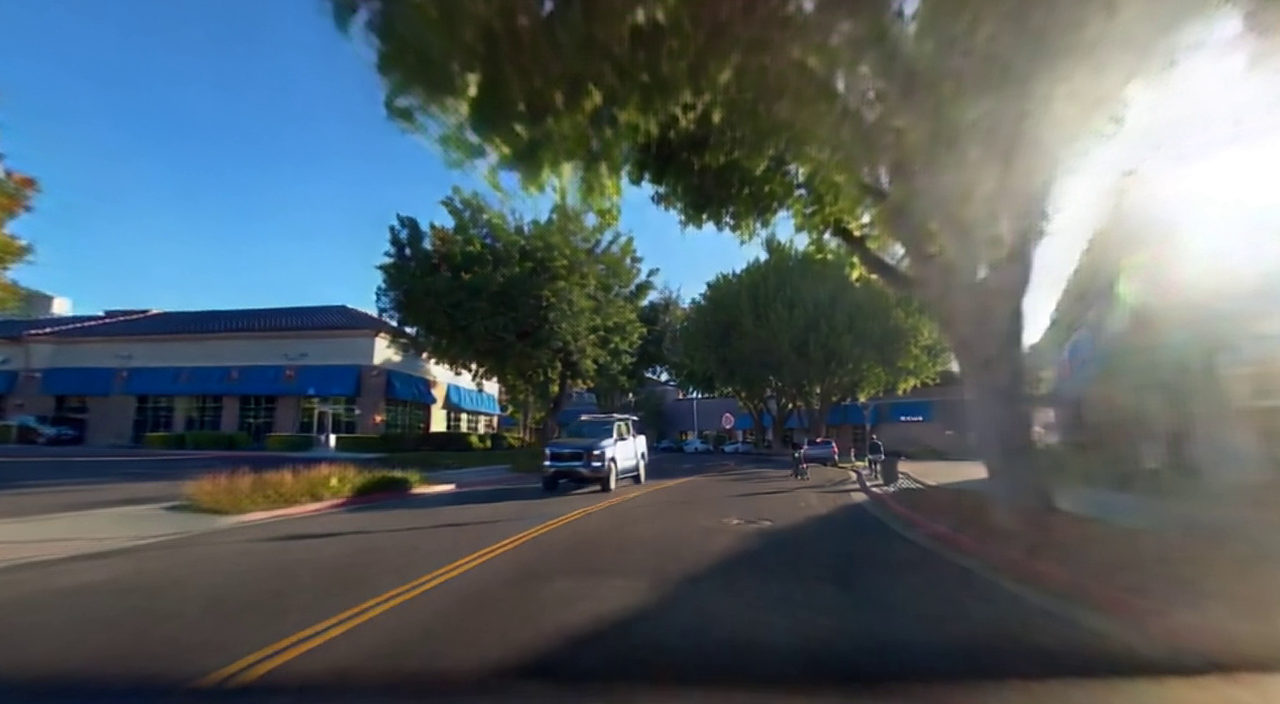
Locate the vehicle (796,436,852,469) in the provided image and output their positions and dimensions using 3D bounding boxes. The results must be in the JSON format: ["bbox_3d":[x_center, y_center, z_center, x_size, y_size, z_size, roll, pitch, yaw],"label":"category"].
[{"bbox_3d":[10.566,5.828,36.724,2.292,1.767,5.128,-1,-9,7],"label":"vehicle"}]

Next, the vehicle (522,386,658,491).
[{"bbox_3d":[-1.294,2.824,20.425,2.674,2.815,6.582,-2,-9,11],"label":"vehicle"}]

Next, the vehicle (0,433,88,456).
[{"bbox_3d":[-43.820,6.731,45.967,5.069,1.627,1.868,4,-10,-29],"label":"vehicle"}]
